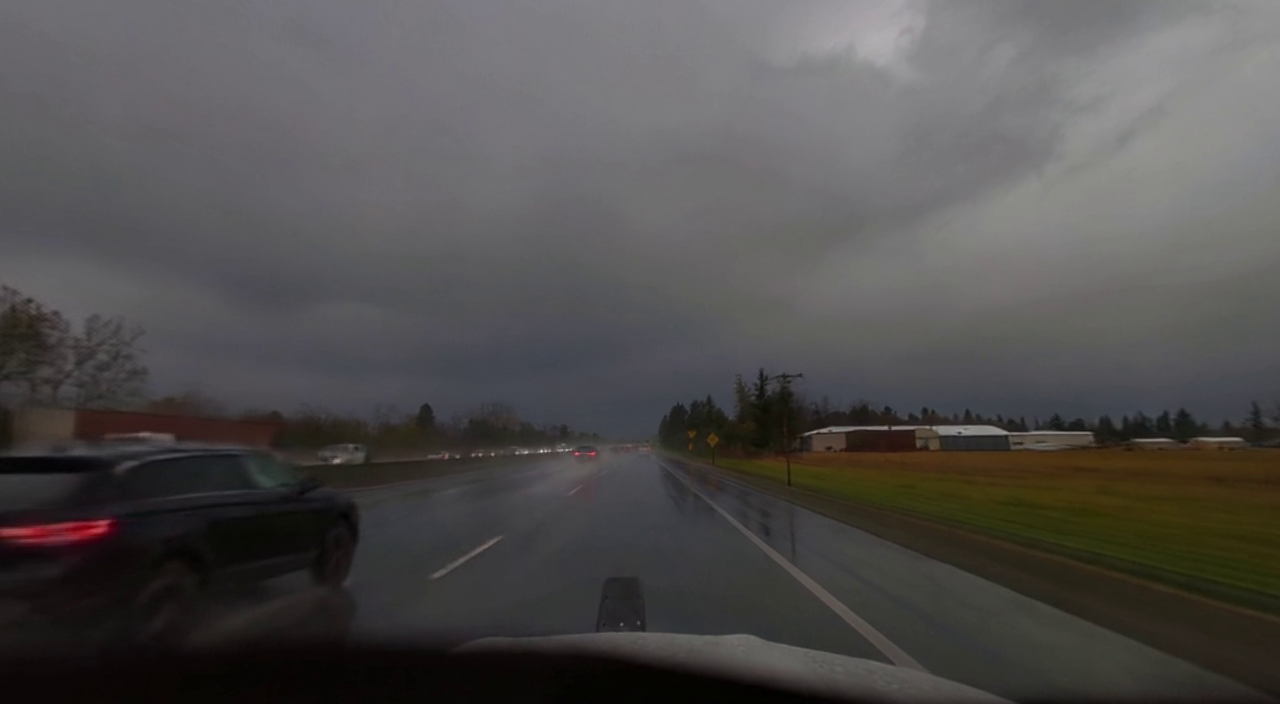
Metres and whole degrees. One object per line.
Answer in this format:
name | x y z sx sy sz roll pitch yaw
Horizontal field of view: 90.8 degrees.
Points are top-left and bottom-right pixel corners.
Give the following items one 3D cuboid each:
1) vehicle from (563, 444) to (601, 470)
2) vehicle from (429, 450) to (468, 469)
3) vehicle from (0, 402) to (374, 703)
vehicle | -3.617 6.630 40.008 1.954 1.541 4.079 0 -9 1
vehicle | -15.029 8.452 49.750 1.881 1.404 3.891 0 -9 0
vehicle | -3.683 1.179 3.975 2.110 1.500 4.259 0 -9 0
